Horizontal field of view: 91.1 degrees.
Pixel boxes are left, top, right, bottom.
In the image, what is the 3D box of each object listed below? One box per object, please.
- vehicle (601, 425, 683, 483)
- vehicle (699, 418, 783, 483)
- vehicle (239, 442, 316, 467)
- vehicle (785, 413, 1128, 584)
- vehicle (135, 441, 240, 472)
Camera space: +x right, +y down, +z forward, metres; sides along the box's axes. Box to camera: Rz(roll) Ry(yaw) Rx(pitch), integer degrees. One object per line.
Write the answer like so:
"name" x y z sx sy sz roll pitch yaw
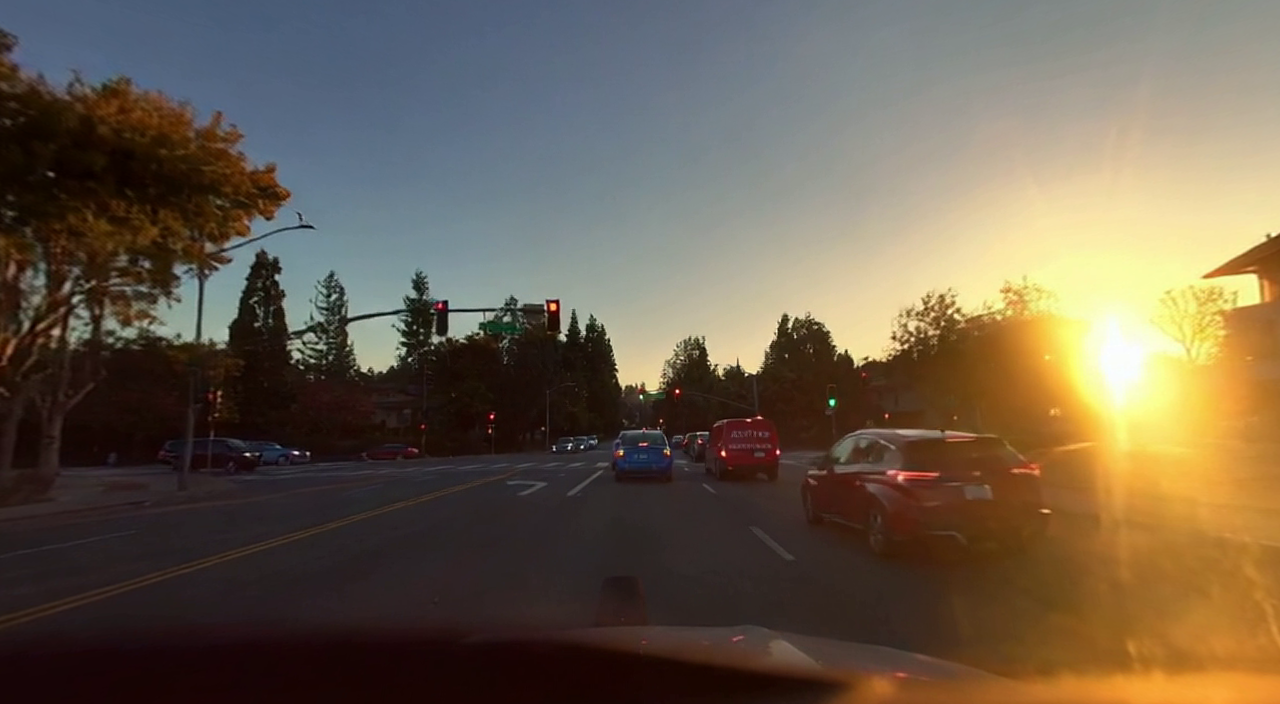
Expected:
"vehicle" 0.104 3.257 20.127 2.321 1.624 4.367 0 -9 1
"vehicle" 3.201 3.251 20.785 2.059 1.924 4.257 0 -9 0
"vehicle" -24.992 7.064 43.362 4.073 1.603 1.920 1 -9 -8
"vehicle" 3.361 1.660 7.940 1.934 1.506 4.544 0 -9 0
"vehicle" -28.118 6.484 39.160 4.757 1.841 2.121 1 -9 -7
